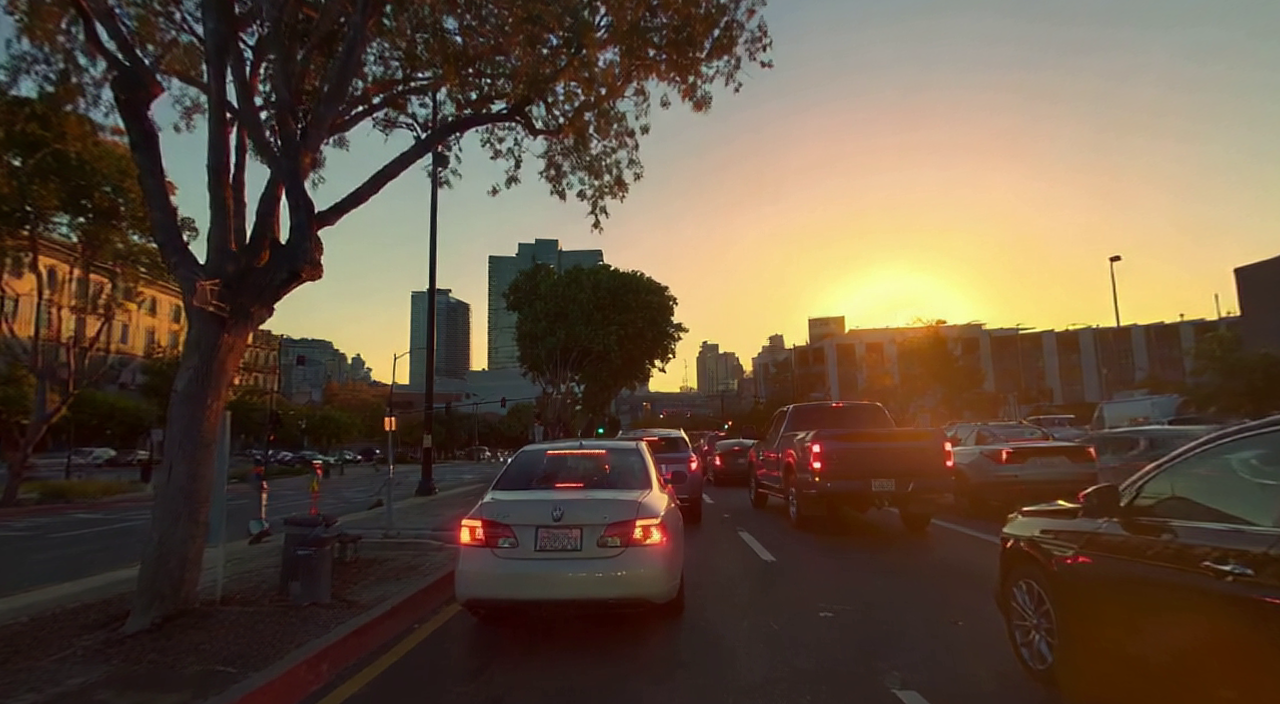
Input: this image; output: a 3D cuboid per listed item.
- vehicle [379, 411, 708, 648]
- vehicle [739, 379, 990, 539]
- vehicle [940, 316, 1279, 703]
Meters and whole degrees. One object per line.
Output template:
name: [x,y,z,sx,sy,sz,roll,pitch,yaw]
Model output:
vehicle: [-0.577,1.487,6.336,2.172,1.536,4.250,0,-9,2]
vehicle: [3.544,1.900,11.631,2.497,2.186,5.890,0,-8,0]
vehicle: [3.158,0.746,2.080,2.024,1.723,4.714,0,-9,1]
